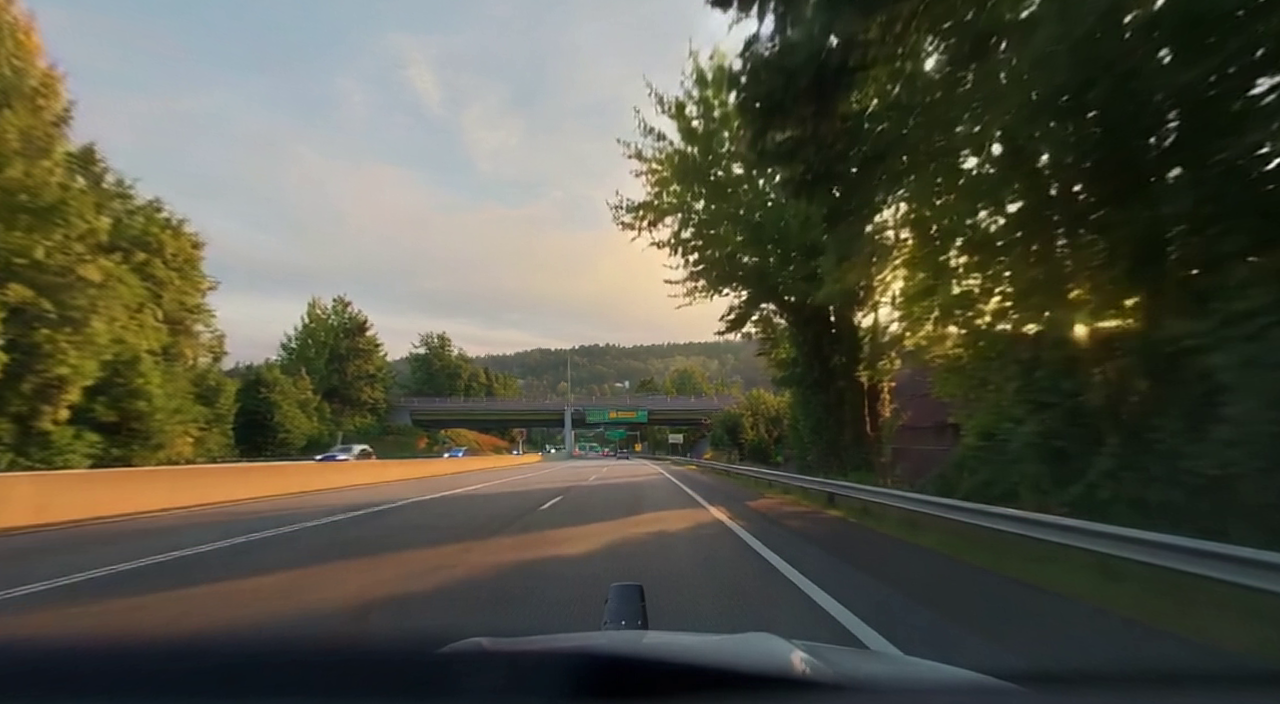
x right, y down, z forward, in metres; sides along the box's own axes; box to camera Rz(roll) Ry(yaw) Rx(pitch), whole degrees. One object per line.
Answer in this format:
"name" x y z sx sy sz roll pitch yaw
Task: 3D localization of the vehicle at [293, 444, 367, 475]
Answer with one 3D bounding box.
"vehicle" -15.599 5.411 31.912 1.840 1.465 3.721 0 -9 -1
